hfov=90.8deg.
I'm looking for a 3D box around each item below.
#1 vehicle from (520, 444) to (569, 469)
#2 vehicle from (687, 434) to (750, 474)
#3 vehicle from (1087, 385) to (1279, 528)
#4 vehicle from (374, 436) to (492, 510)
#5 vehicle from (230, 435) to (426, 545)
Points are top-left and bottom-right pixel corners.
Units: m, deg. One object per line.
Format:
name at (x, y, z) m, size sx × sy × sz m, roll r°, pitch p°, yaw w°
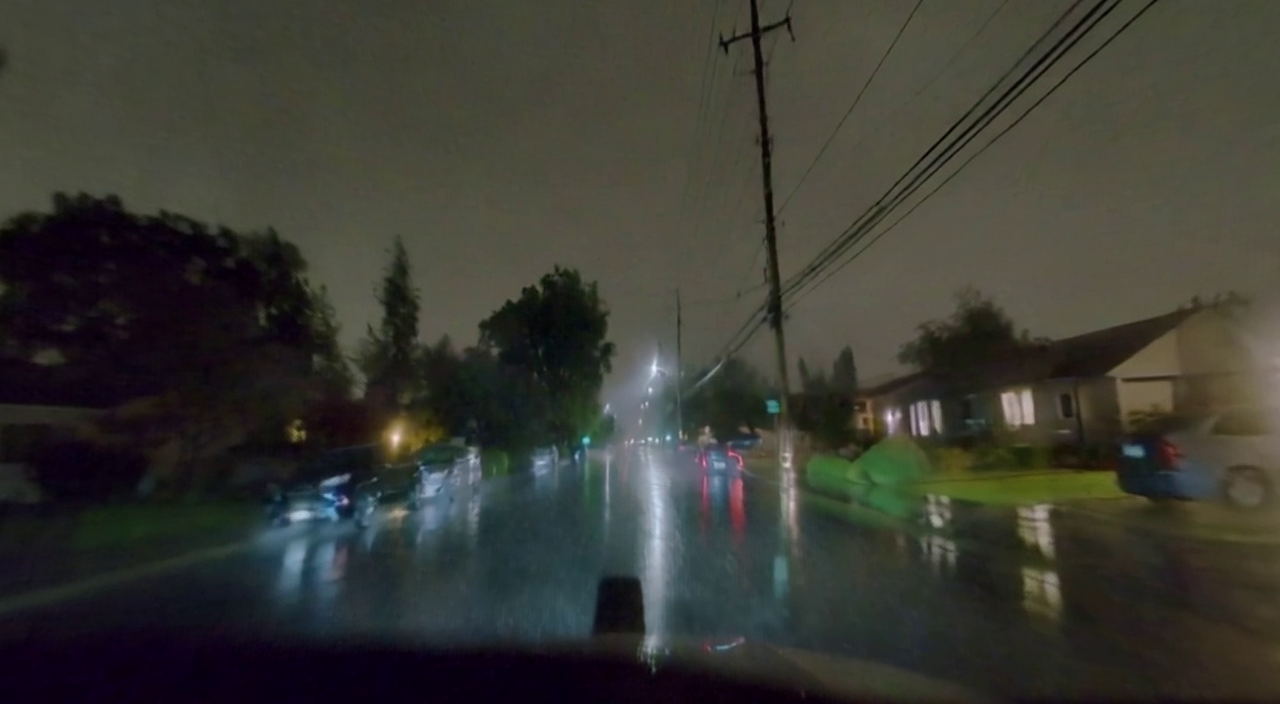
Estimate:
vehicle at (-5.878, 6.556, 39.571) m, size 2.199 × 1.439 × 4.757 m, roll -1°, pitch -9°, yaw 2°
vehicle at (3.568, 4.718, 29.594) m, size 2.247 × 1.618 × 4.655 m, roll 2°, pitch -8°, yaw -1°
vehicle at (9.927, 1.428, 9.674) m, size 4.559 × 1.843 × 2.081 m, roll -3°, pitch -6°, yaw -3°
vehicle at (-5.894, 3.448, 18.542) m, size 1.989 × 1.756 × 4.378 m, roll -4°, pitch -8°, yaw 0°
vehicle at (-6.057, 2.629, 12.885) m, size 2.035 × 1.736 × 3.955 m, roll -3°, pitch -7°, yaw -1°
